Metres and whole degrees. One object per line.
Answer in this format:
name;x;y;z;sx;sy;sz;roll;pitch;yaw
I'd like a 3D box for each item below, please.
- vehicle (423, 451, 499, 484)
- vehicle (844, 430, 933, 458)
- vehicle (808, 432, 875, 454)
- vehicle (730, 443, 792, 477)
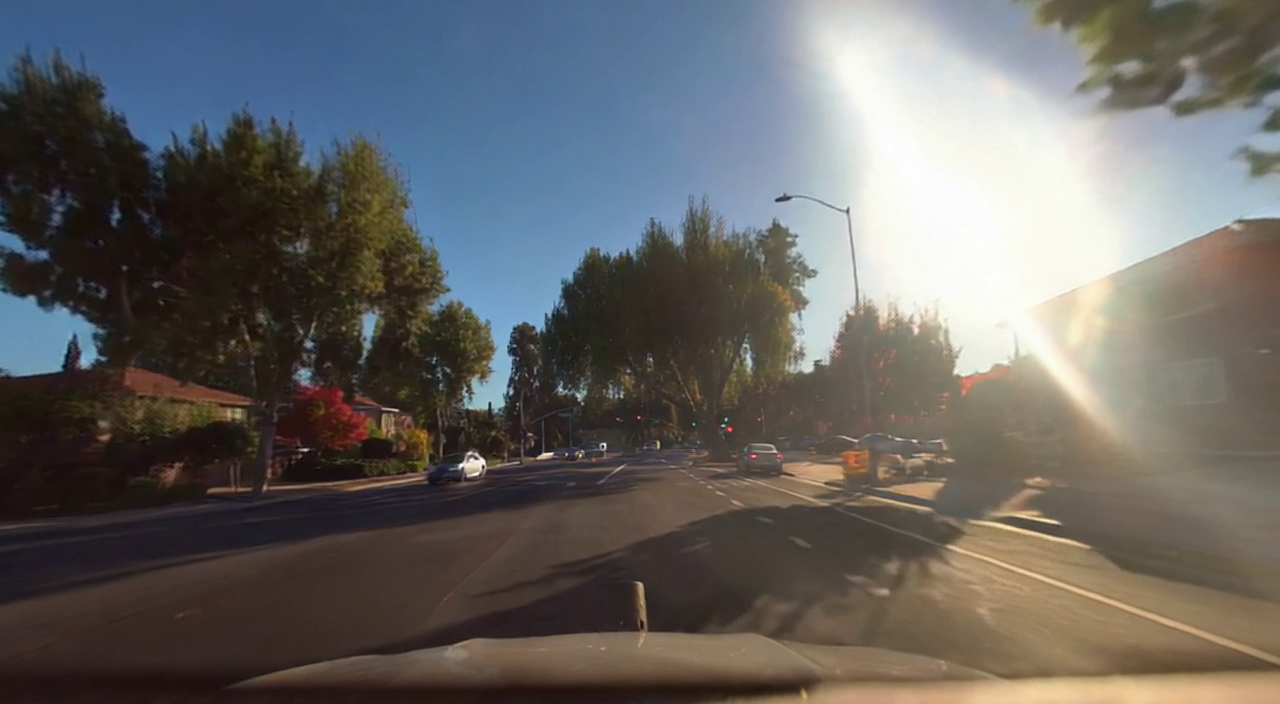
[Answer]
vehicle;-8.720;5.657;31.291;2.067;1.491;4.807;-1;-9;4
vehicle;13.663;5.062;34.937;4.164;1.470;1.921;0;-7;3
vehicle;14.531;6.592;45.737;4.210;1.474;1.799;-1;-8;2
vehicle;5.470;4.929;29.177;1.917;1.440;4.335;0;-9;-1
